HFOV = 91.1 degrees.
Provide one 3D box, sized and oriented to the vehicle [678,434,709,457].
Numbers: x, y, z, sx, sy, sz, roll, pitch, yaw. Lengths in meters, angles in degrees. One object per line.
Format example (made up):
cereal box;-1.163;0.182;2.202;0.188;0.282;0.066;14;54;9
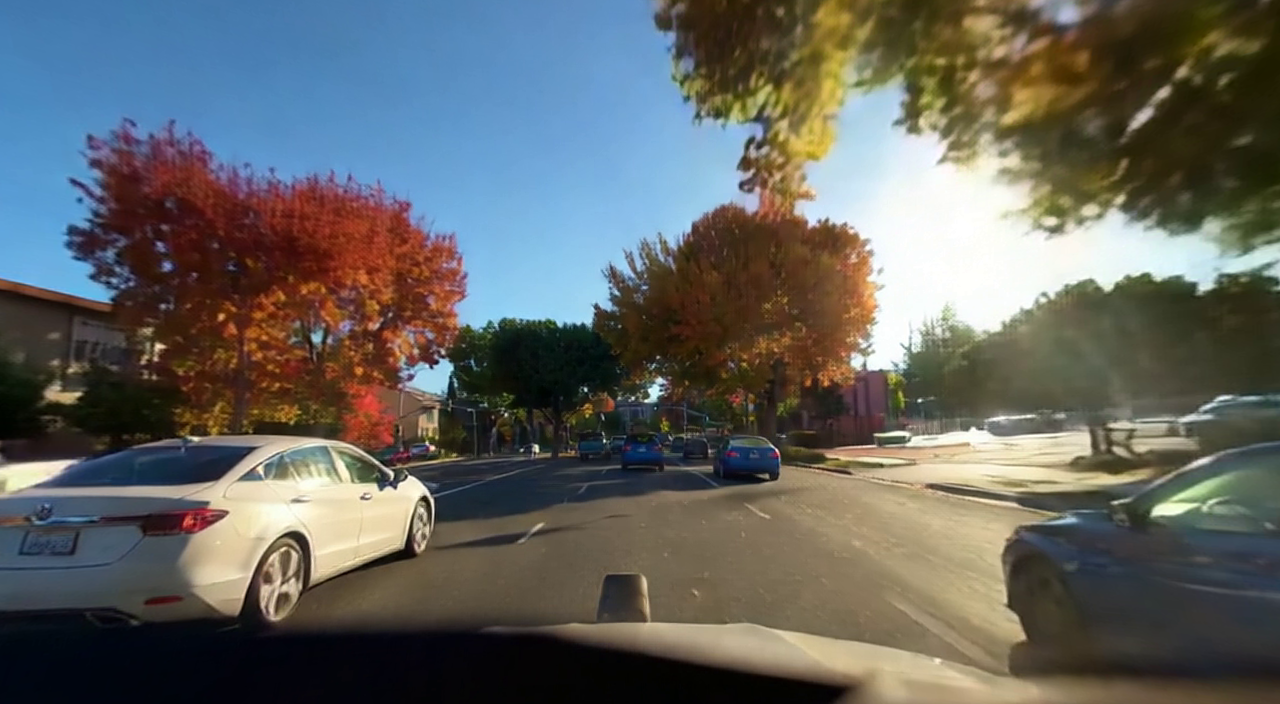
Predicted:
vehicle;4.208;7.431;49.961;2.067;1.687;4.163;0;-8;-1

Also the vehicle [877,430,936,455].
vehicle;18.214;6.273;43.104;1.767;1.400;4.107;-4;-10;-7

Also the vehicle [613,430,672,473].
vehicle;0.099;4.161;26.416;2.293;1.662;4.262;0;-8;0

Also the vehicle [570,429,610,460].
vehicle;-3.403;6.467;43.876;2.246;2.062;5.123;0;-8;1

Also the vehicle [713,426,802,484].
vehicle;3.661;3.324;20.504;2.019;1.675;4.488;0;-8;0

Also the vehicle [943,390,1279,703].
vehicle;3.384;0.926;2.586;2.060;1.474;4.475;0;-8;1

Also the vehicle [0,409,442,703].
vehicle;-3.494;1.369;5.418;1.997;1.479;4.547;0;-8;1
